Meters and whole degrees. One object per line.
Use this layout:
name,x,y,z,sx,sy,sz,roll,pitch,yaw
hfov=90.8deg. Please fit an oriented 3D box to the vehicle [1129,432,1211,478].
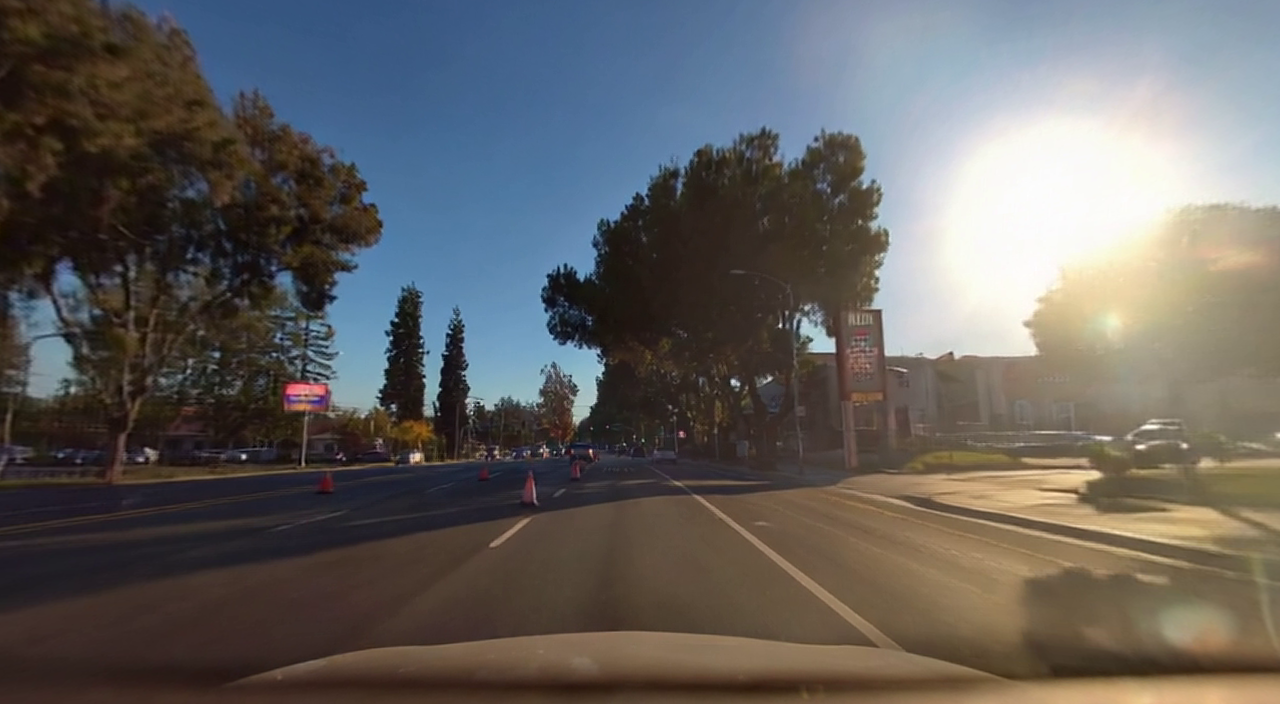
vehicle,21.342,4.103,25.376,2.160,1.639,5.163,-8,-11,41
